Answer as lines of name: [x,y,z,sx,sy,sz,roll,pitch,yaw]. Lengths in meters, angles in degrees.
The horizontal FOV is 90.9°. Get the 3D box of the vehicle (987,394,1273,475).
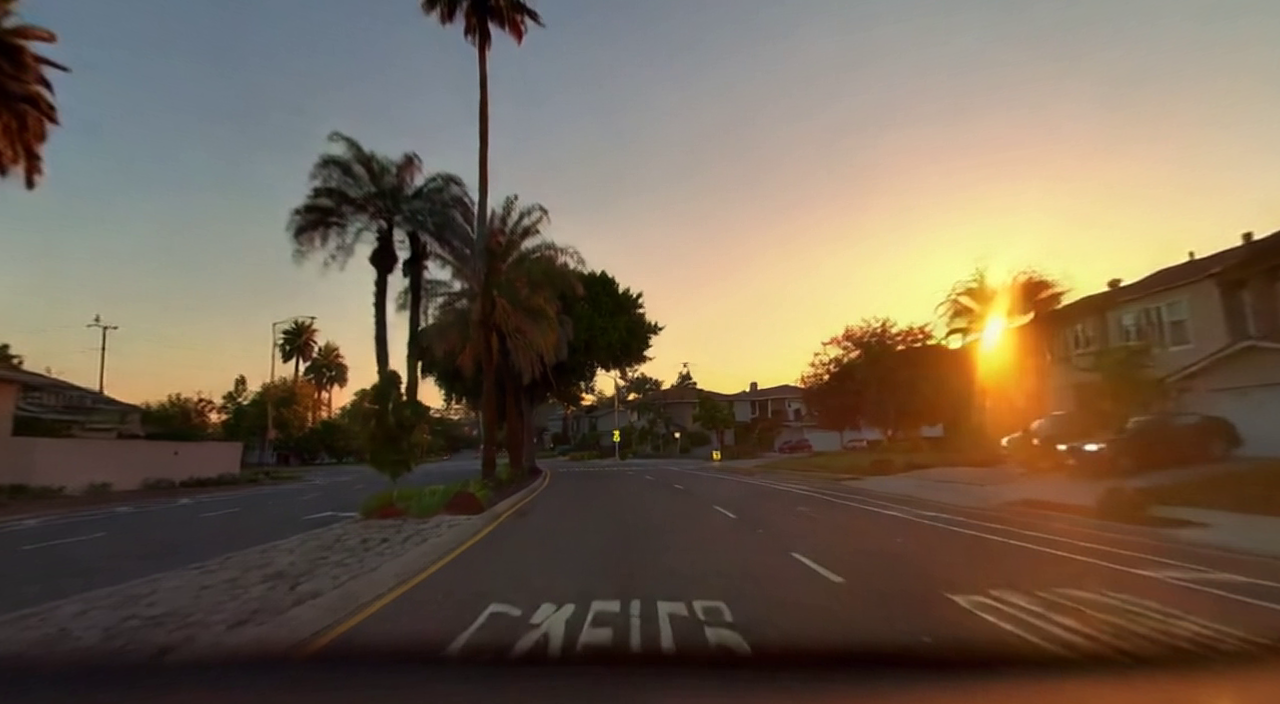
vehicle: [13.871,2.487,18.485,6.051,2.092,2.231,-3,-11,19]
